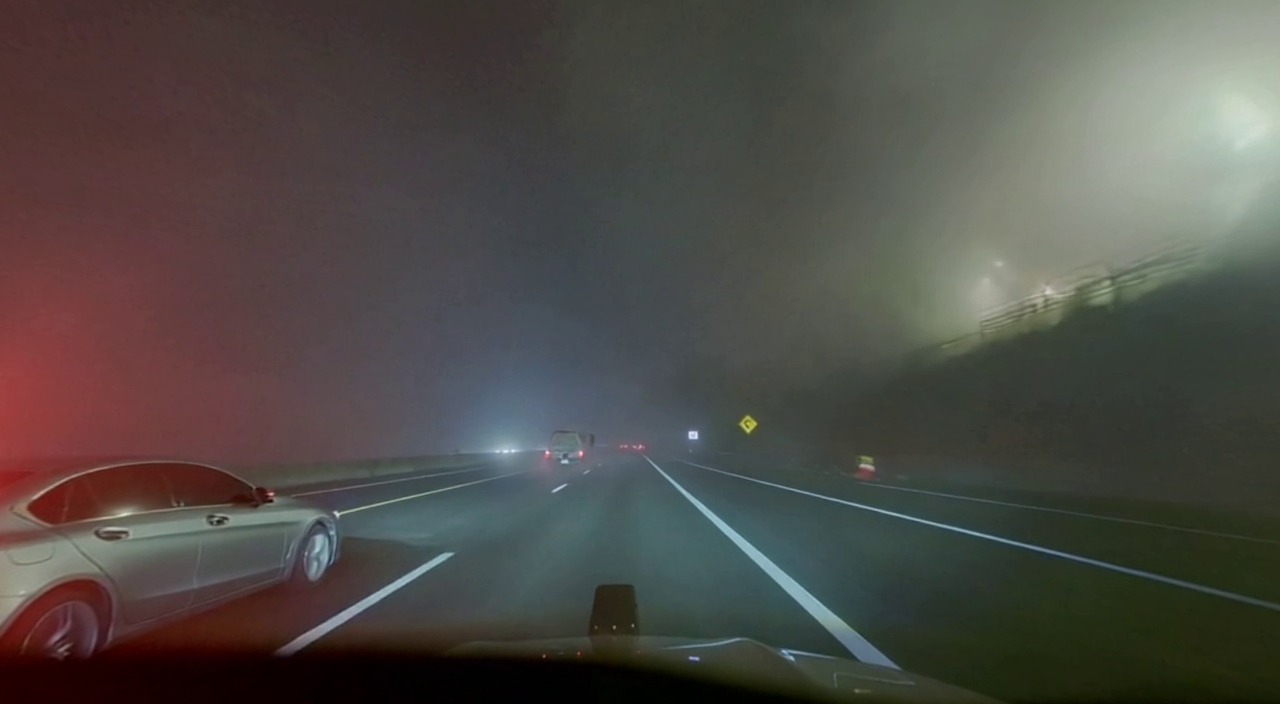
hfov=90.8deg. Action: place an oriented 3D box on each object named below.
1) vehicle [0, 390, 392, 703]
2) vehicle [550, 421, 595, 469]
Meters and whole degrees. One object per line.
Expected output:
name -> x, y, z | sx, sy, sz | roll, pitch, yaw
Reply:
vehicle -> -3.901, 1.277, 4.965 | 2.025, 1.556, 4.594 | 0, -9, 0
vehicle -> -4.359, 6.219, 42.144 | 2.364, 2.953, 6.732 | 0, -9, -1
